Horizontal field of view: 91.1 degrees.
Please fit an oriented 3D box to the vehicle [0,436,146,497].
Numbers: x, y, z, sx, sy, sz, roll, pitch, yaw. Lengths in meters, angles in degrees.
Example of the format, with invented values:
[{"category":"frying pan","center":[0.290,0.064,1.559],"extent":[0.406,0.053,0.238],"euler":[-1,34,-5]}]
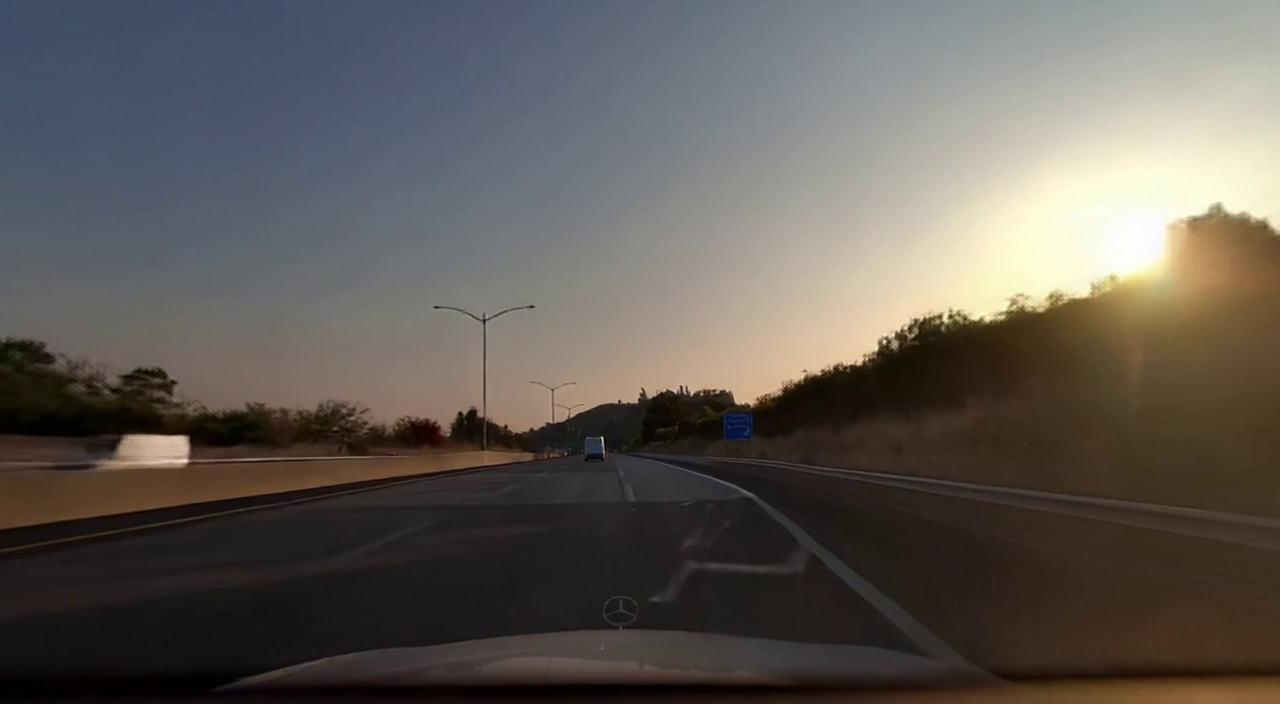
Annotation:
[{"category":"vehicle","center":[-19.044,3.740,20.808],"extent":[1.982,1.775,4.245],"euler":[0,-9,-3]}]
